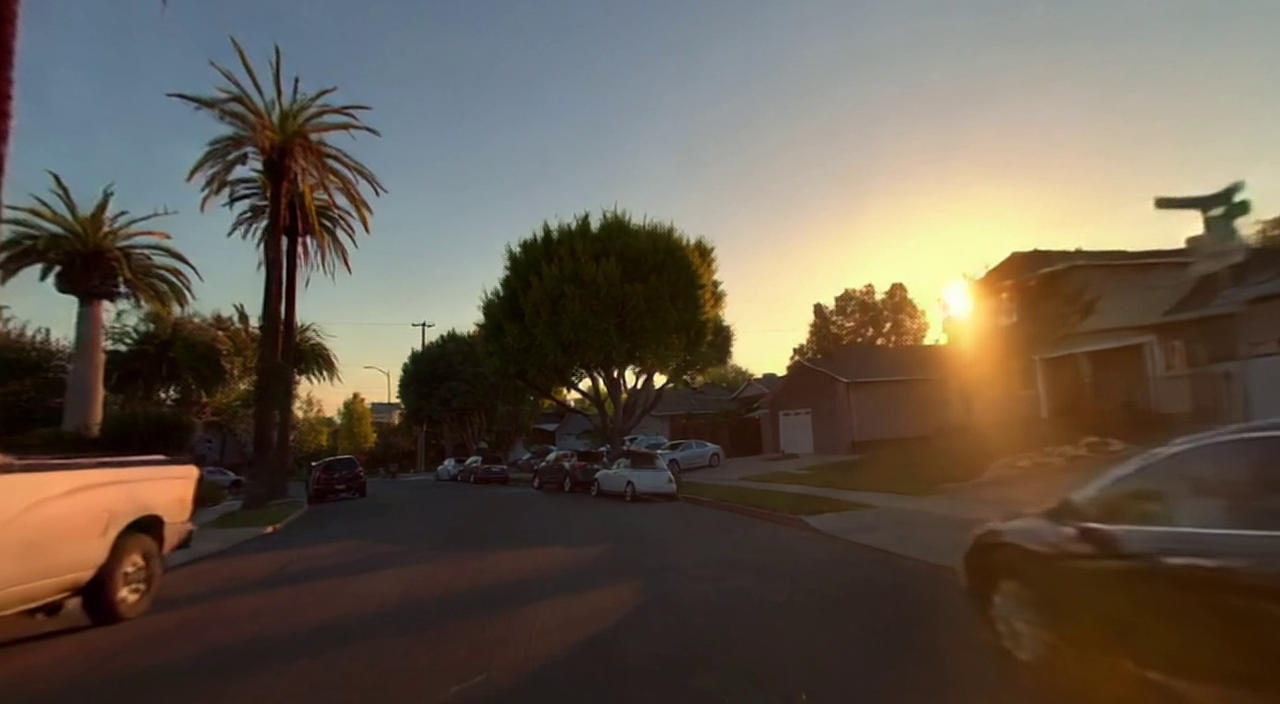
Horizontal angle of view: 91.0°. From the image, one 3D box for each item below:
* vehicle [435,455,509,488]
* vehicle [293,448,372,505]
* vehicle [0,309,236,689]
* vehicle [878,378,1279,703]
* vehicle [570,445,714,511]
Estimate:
[{"bbox_3d":[-8.963,6.282,33.400,2.006,1.484,4.768,7,-11,-38],"label":"vehicle"},{"bbox_3d":[-12.120,4.808,24.636,2.026,1.816,4.532,1,-9,-36],"label":"vehicle"},{"bbox_3d":[-5.014,0.919,3.277,2.337,2.289,6.092,-7,-8,-7],"label":"vehicle"},{"bbox_3d":[2.872,0.908,2.327,1.927,1.522,4.728,0,-8,-3],"label":"vehicle"},{"bbox_3d":[-0.152,3.295,17.197,2.108,1.503,4.977,3,-9,-23],"label":"vehicle"}]
